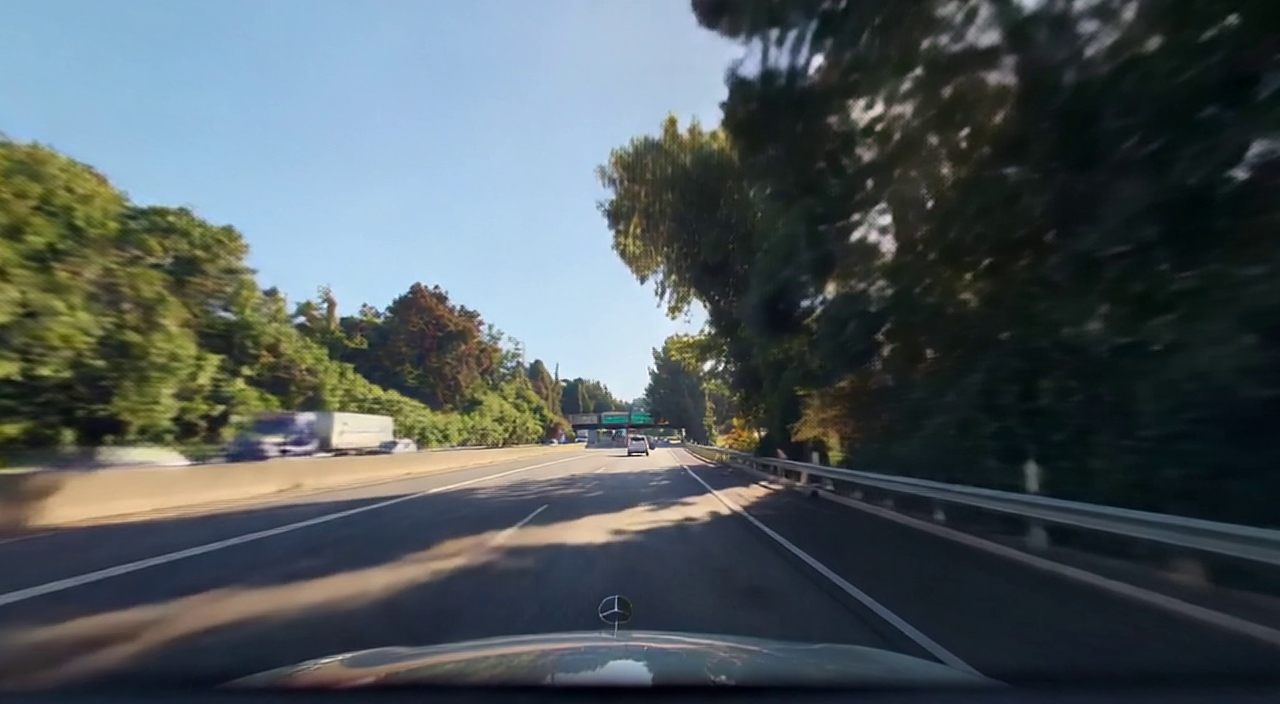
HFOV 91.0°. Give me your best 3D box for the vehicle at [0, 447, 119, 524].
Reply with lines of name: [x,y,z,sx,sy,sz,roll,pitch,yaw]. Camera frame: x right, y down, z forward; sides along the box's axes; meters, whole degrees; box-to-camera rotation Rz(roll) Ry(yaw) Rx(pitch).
vehicle: [-13.402,2.705,12.826,1.931,1.456,4.160,0,-8,1]

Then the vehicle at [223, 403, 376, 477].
vehicle: [-17.073,4.537,32.530,2.891,3.300,8.602,-1,-8,2]

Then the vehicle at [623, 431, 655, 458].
vehicle: [-0.070,6.603,44.960,2.188,1.825,4.282,0,-8,0]
